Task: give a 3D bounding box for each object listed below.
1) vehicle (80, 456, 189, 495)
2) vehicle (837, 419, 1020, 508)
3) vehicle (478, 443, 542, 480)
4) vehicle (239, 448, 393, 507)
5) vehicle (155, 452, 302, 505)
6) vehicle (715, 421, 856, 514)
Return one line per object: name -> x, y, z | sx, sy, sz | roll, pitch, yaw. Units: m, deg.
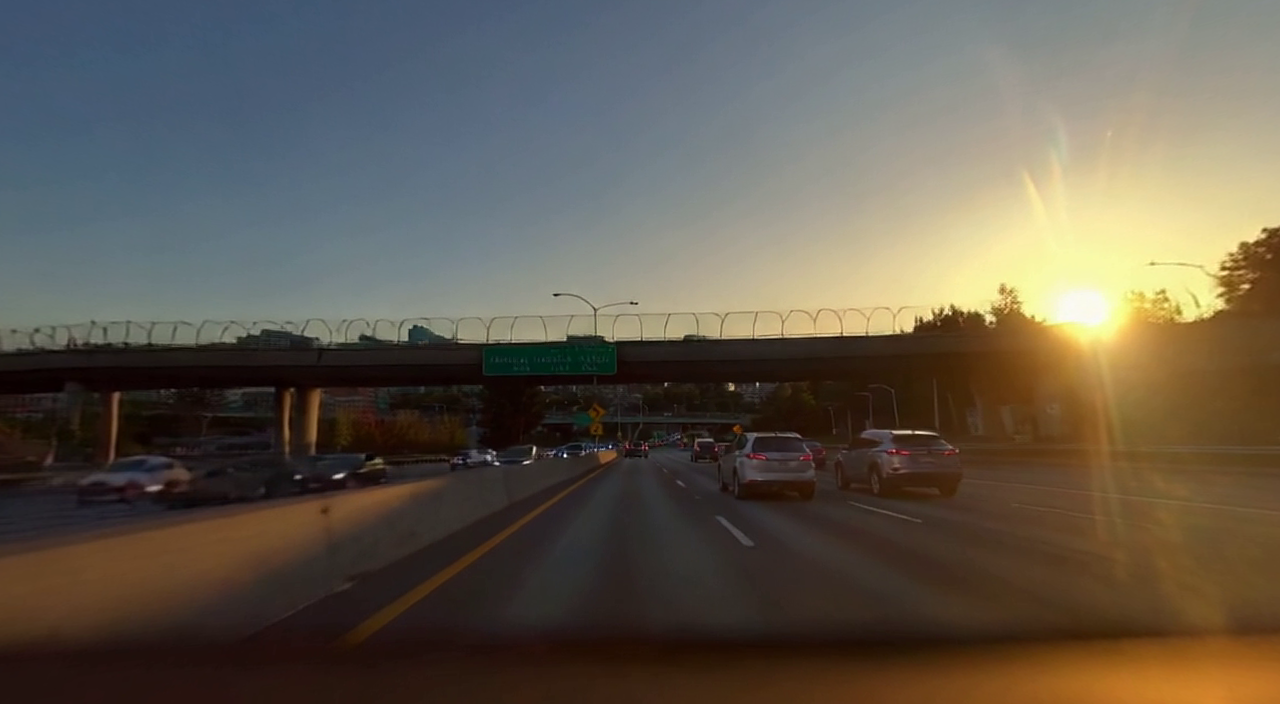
vehicle -> -24.596, 5.987, 30.953 | 1.869, 1.649, 4.303 | 0, -9, -3
vehicle -> 6.656, 2.645, 15.385 | 2.040, 1.801, 4.959 | 0, -9, -1
vehicle -> -5.762, 4.890, 28.530 | 1.948, 1.554, 4.122 | 0, -9, 1
vehicle -> -9.344, 3.624, 18.768 | 2.076, 1.492, 4.669 | 0, -9, 0
vehicle -> -13.256, 4.064, 20.709 | 2.186, 1.521, 3.866 | 0, -9, 0
vehicle -> 2.962, 2.474, 13.950 | 2.059, 1.711, 4.302 | 0, -9, -1
